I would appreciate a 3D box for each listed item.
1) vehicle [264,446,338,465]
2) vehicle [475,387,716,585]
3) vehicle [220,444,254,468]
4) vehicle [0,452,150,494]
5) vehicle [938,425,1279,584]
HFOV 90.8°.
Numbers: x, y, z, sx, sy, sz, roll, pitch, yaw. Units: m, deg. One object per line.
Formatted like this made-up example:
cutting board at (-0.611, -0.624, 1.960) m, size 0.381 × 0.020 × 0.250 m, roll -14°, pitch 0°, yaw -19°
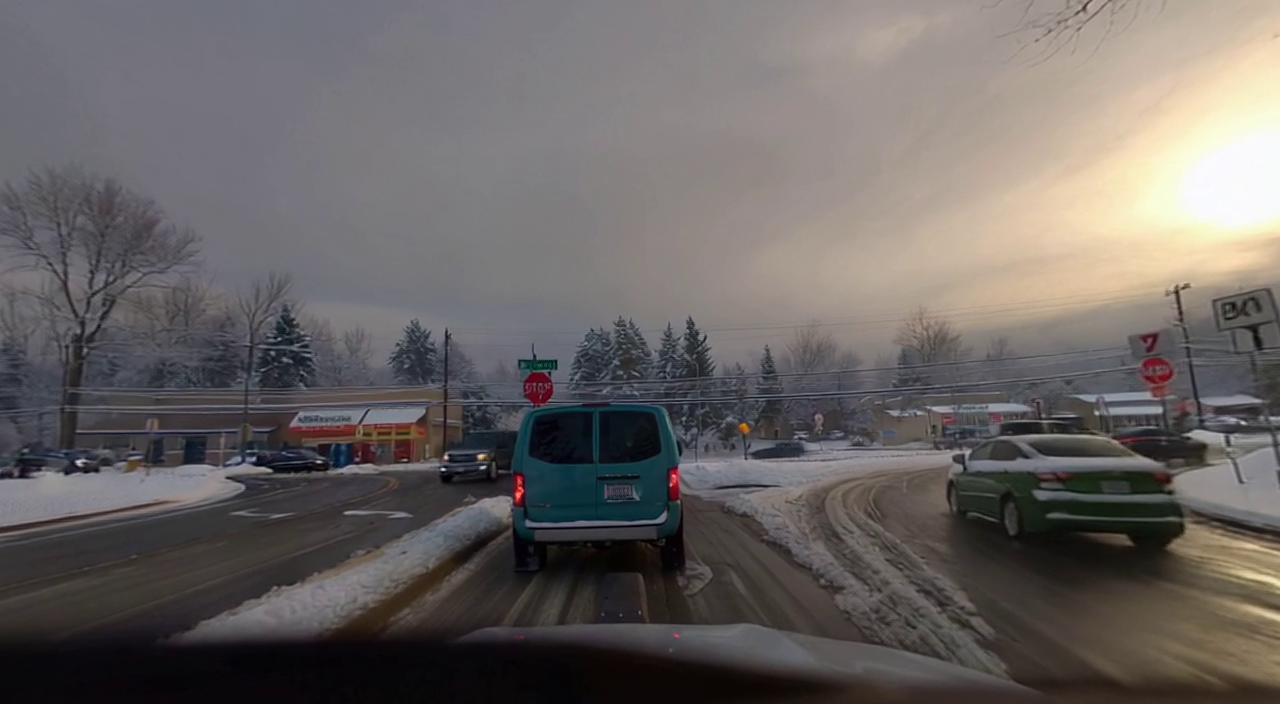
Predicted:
vehicle at (-26.217, 8.018, 48.978) m, size 4.670 × 1.472 × 1.851 m, roll 1°, pitch -9°, yaw -8°
vehicle at (-0.346, 1.581, 8.225) m, size 2.237 × 1.828 × 4.546 m, roll 0°, pitch -9°, yaw 2°
vehicle at (-29.961, 7.736, 47.080) m, size 1.913 × 1.682 × 4.120 m, roll 5°, pitch -10°, yaw -31°
vehicle at (-21.459, 4.525, 24.065) m, size 2.038 × 1.392 × 4.362 m, roll 0°, pitch -9°, yaw 0°
vehicle at (5.816, 1.835, 8.614) m, size 2.079 × 1.504 × 4.828 m, roll -2°, pitch -9°, yaw 12°
